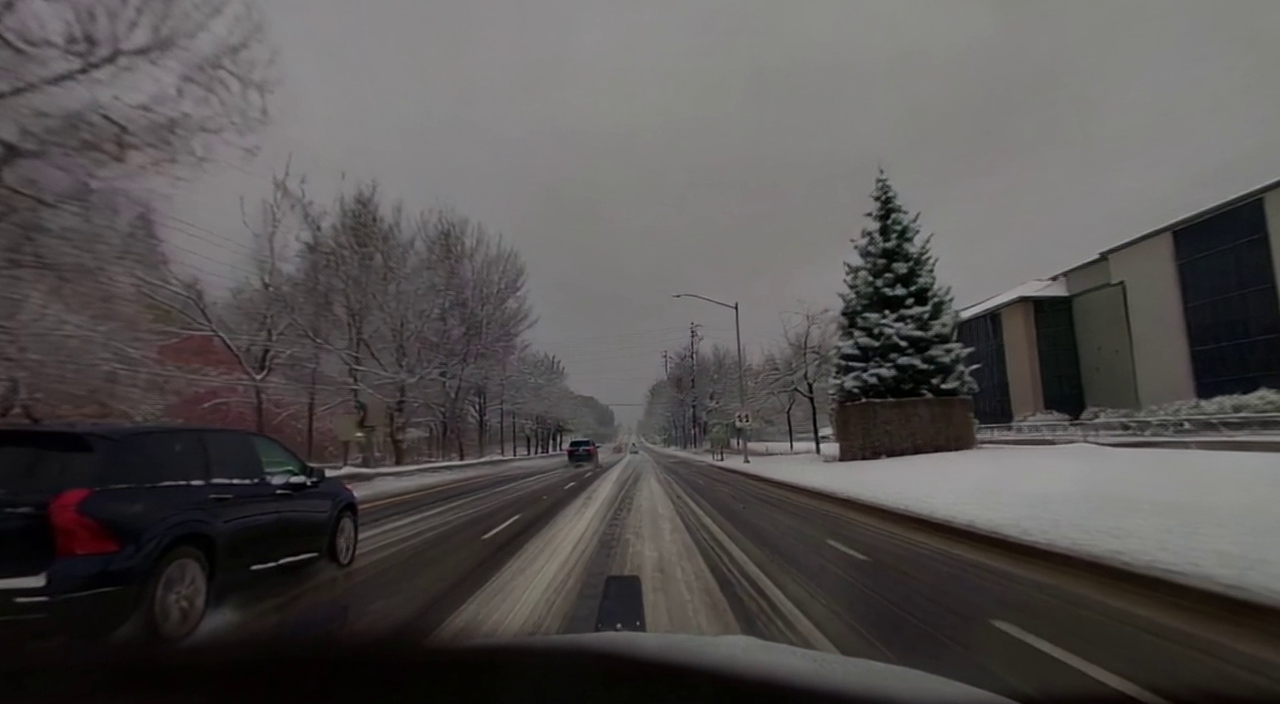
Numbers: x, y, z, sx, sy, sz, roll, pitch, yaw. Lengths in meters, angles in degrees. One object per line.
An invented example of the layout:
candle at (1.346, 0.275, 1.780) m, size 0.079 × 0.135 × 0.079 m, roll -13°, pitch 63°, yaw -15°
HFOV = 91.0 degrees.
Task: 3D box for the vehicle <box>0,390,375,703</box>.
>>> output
vehicle at (-3.993, 1.235, 4.888) m, size 1.923 × 1.528 × 4.309 m, roll 0°, pitch -9°, yaw 1°

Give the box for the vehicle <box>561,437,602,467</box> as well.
vehicle at (-3.605, 6.250, 39.459) m, size 2.112 × 1.779 × 4.489 m, roll 0°, pitch -9°, yaw 0°
